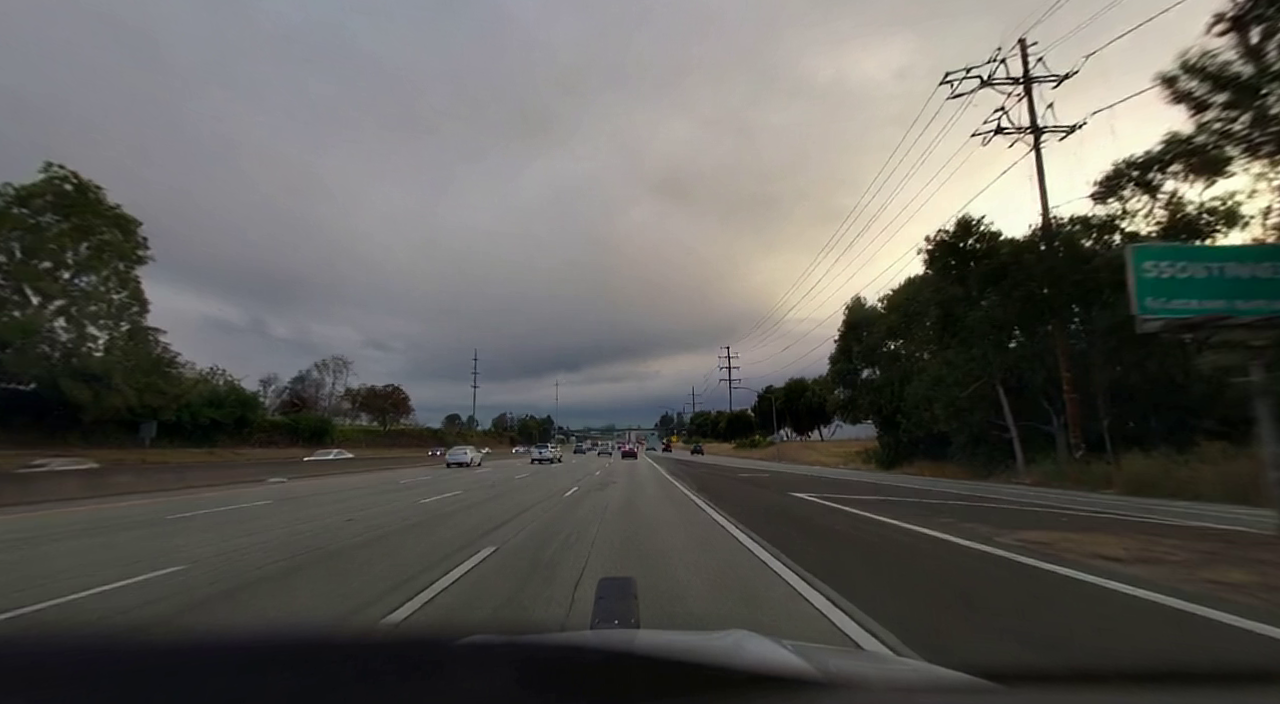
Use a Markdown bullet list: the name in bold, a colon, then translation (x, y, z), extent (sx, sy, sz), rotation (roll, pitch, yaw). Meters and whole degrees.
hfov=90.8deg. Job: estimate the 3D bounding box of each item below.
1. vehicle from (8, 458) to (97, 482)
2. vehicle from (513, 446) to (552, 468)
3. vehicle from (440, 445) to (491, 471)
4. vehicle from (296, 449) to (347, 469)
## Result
- **vehicle**: translation (-38.337, 7.676, 41.356), extent (1.740, 1.416, 4.270), rotation (0, -8, -1)
- **vehicle**: translation (-7.439, 7.285, 44.175), extent (1.954, 1.432, 4.183), rotation (0, -9, 0)
- **vehicle**: translation (-10.630, 6.494, 38.812), extent (1.887, 1.473, 4.352), rotation (0, -9, 0)
- **vehicle**: translation (-24.836, 8.326, 49.355), extent (1.872, 1.429, 4.032), rotation (0, -9, 0)
